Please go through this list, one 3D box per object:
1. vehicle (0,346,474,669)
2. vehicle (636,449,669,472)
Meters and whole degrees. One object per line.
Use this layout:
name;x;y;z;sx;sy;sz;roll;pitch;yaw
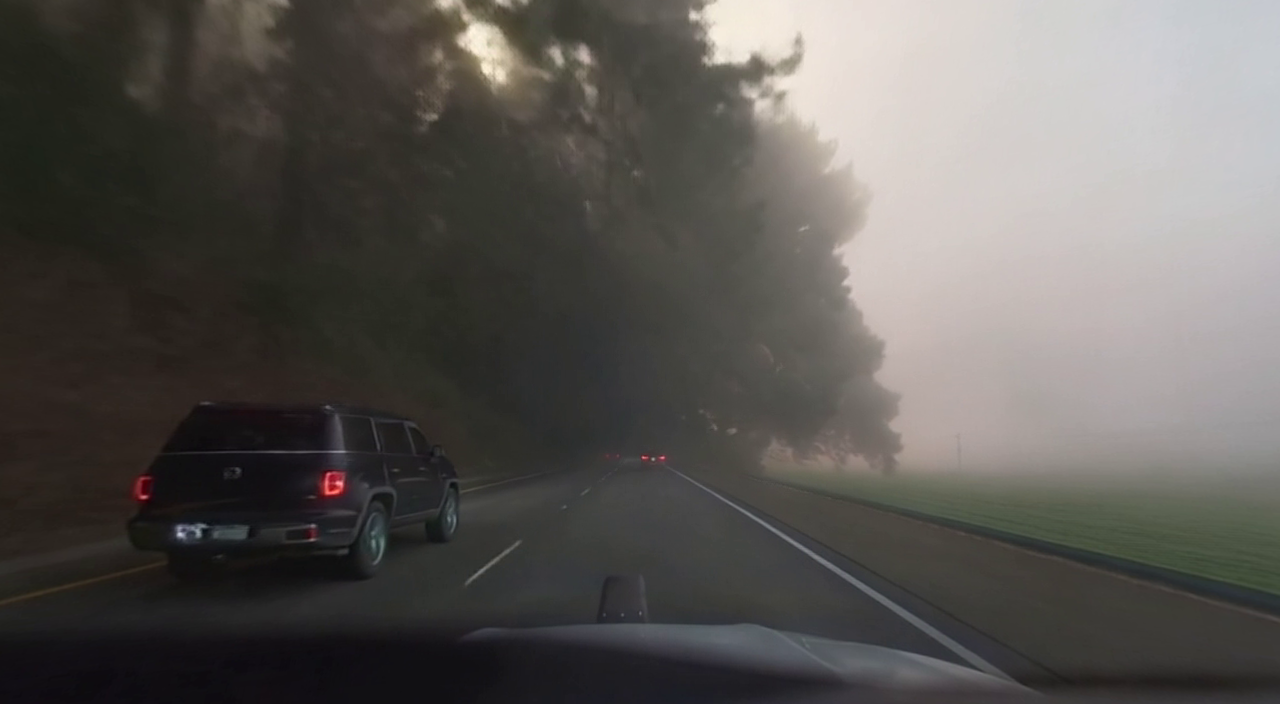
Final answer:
vehicle;-3.621;1.339;6.545;2.418;2.049;4.930;0;-9;0
vehicle;0.824;7.375;43.159;2.046;1.452;4.407;0;-9;-2
